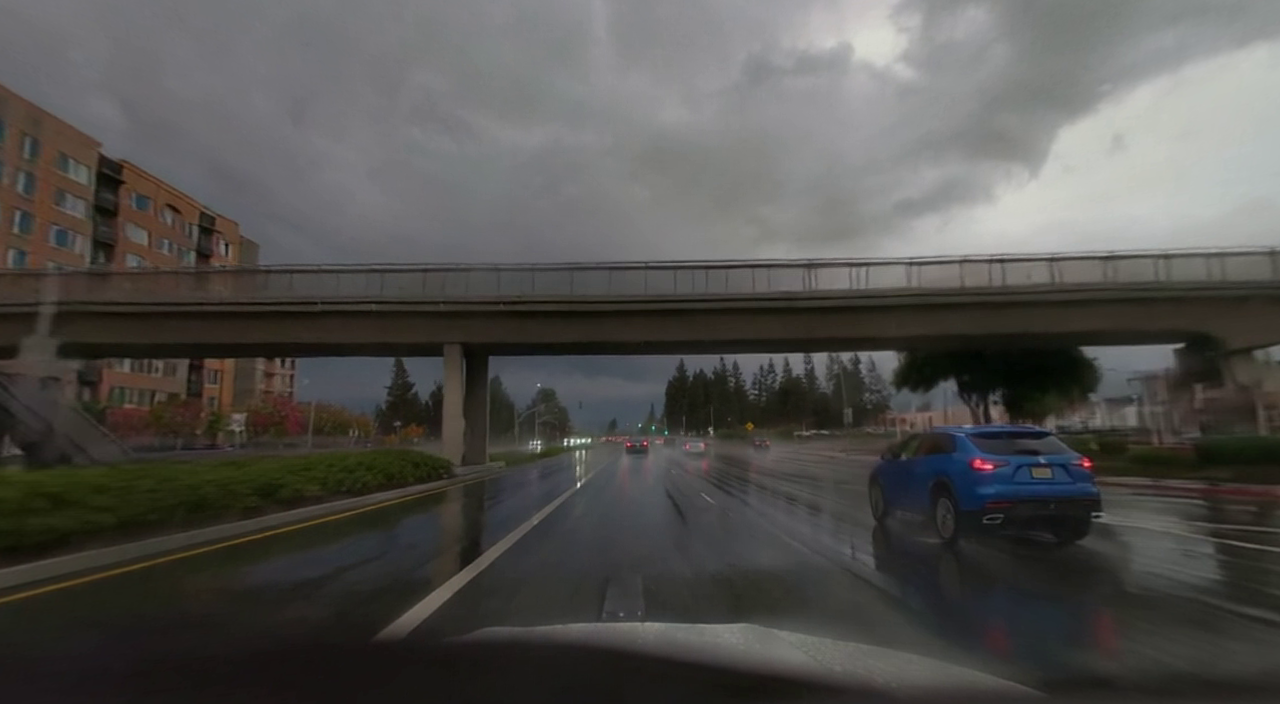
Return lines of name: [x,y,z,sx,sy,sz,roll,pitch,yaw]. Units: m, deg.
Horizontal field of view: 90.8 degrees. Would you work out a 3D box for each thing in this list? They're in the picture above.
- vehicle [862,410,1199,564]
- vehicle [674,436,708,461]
vehicle: [5.281,1.884,9.586,2.130,1.741,4.665,0,-8,1]
vehicle: [3.654,7.042,46.090,2.165,1.708,3.928,0,-8,0]
